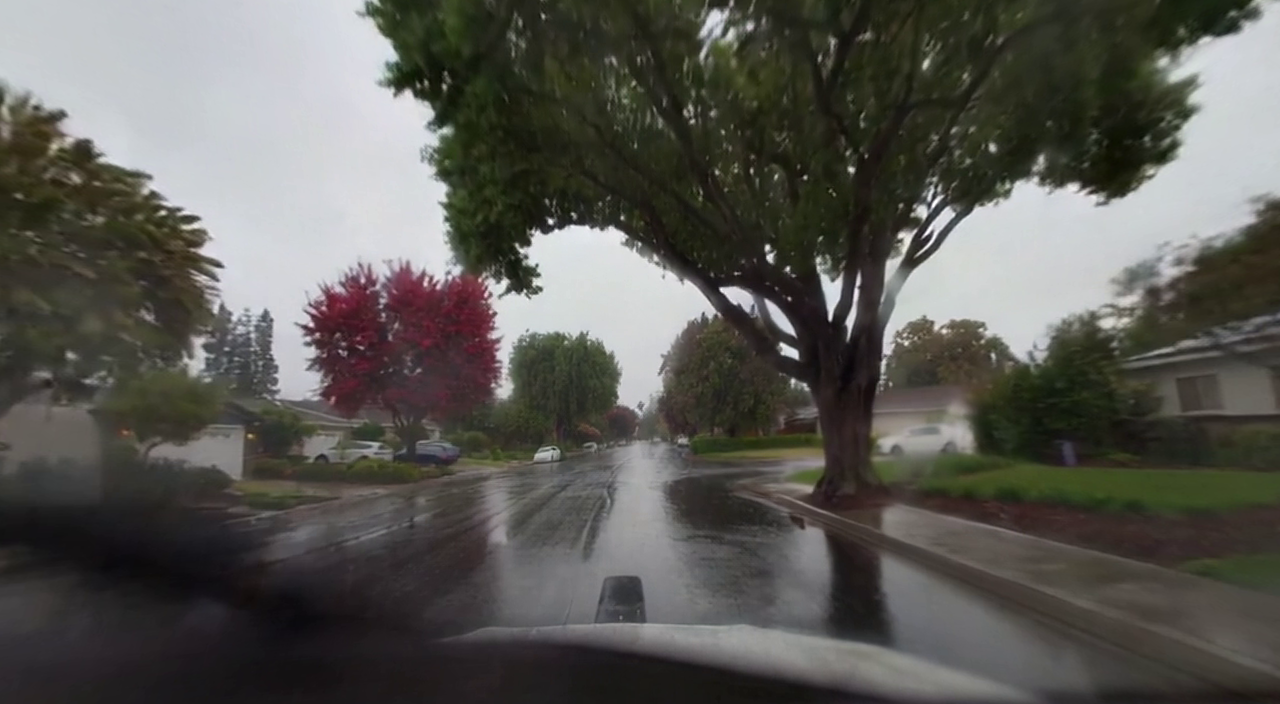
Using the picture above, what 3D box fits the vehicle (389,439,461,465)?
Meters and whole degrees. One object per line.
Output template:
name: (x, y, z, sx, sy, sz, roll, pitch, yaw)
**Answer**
vehicle: (-16.013, 7.469, 47.079, 4.683, 1.849, 2.044, 1, -9, -4)
